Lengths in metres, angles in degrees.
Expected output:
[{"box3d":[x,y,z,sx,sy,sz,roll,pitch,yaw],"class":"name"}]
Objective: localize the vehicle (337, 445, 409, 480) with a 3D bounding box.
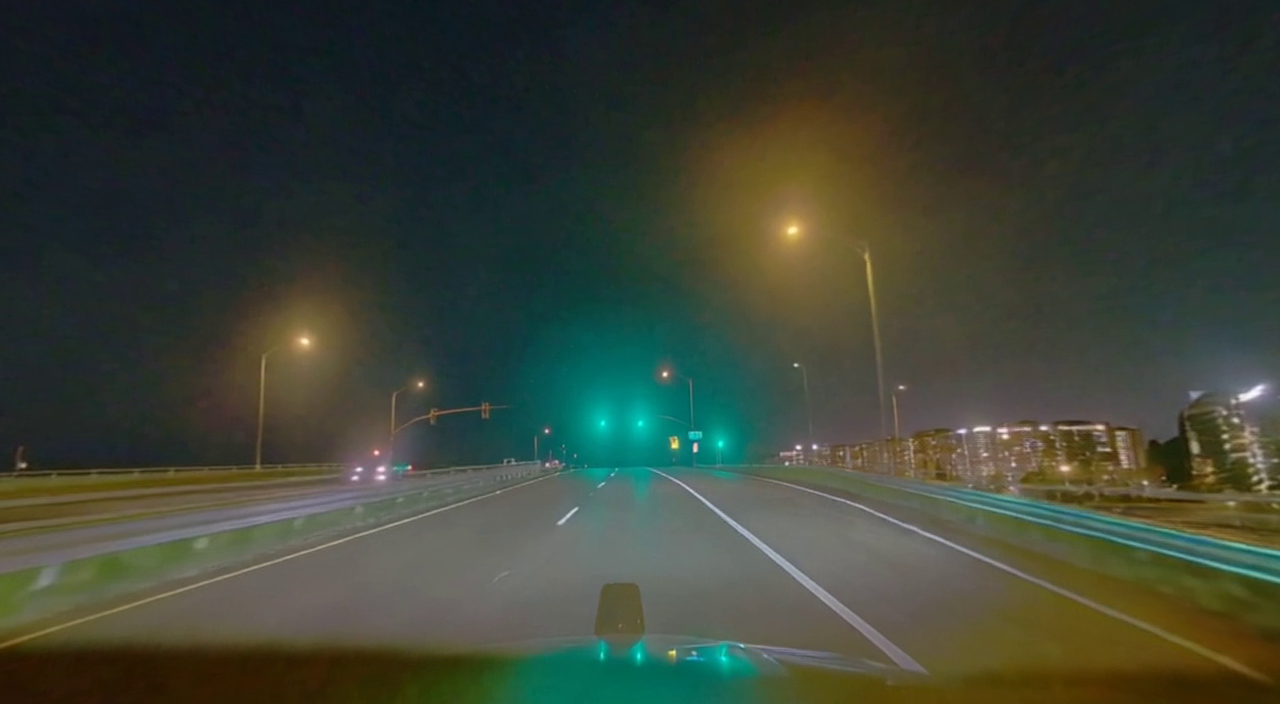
[{"box3d":[-14.209,5.878,33.824,2.020,1.719,4.366,0,-9,-1],"class":"vehicle"}]
